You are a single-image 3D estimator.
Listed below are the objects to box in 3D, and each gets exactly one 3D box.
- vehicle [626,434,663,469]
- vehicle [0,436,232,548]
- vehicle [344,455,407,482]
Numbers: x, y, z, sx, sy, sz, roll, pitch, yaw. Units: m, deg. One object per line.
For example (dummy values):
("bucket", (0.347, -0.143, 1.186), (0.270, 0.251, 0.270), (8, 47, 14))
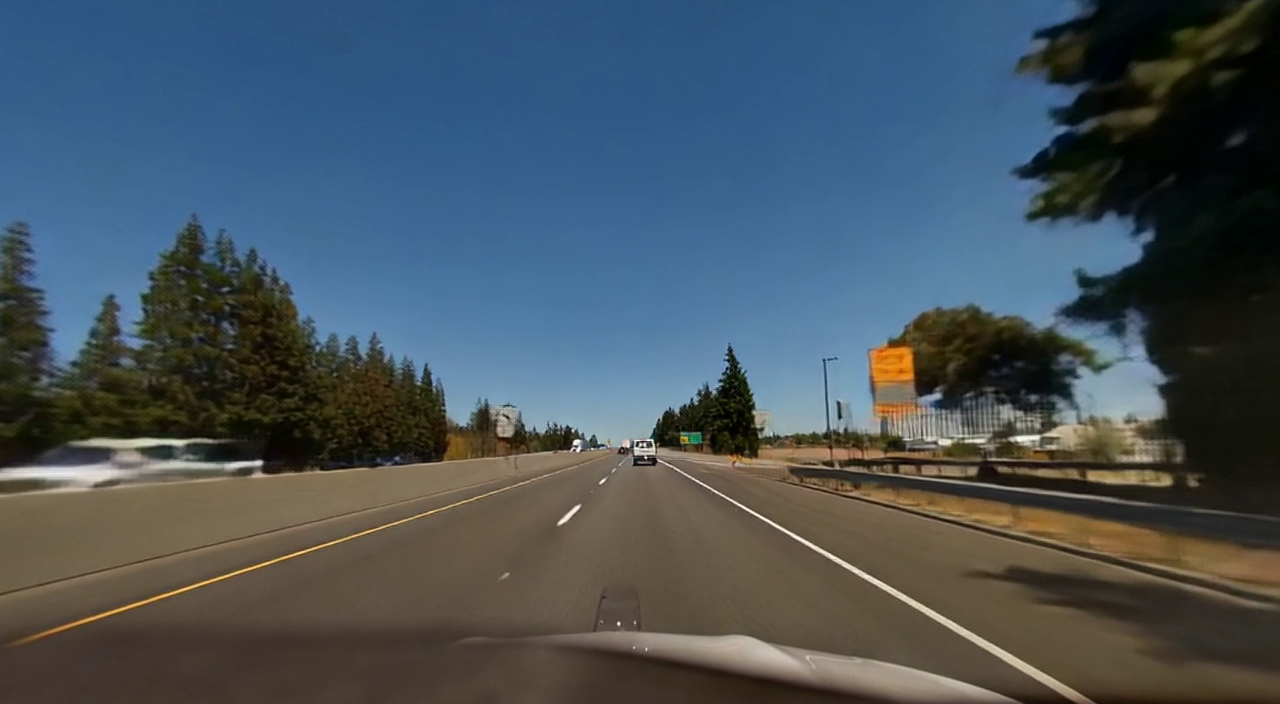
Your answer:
("vehicle", (0.314, 6.425, 40.438), (2.268, 2.122, 4.595), (-1, -9, 1))
("vehicle", (-12.206, 2.959, 14.125), (2.243, 1.979, 5.607), (0, -9, 0))
("vehicle", (-16.354, 7.207, 38.990), (1.891, 1.517, 4.540), (-1, -9, 1))
